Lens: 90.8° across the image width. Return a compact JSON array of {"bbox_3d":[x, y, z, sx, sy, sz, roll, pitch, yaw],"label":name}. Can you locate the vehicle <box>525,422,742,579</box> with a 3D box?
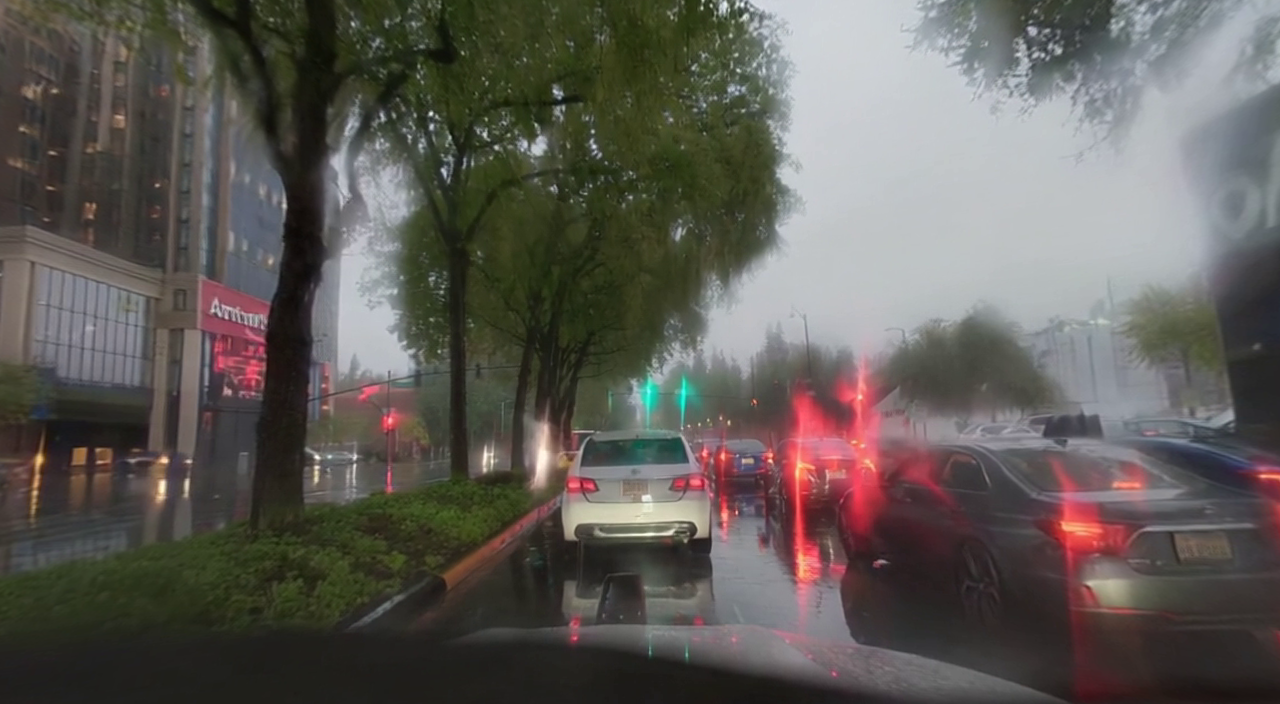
[{"bbox_3d":[-0.099,1.757,8.254,2.118,1.512,4.013,0,-9,-1],"label":"vehicle"}]

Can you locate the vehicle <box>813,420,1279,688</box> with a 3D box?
[{"bbox_3d":[3.223,1.454,5.818,1.912,1.454,4.537,0,-9,-1],"label":"vehicle"}]

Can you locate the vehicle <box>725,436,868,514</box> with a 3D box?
[{"bbox_3d":[3.317,2.714,14.436,1.996,1.469,4.495,0,-9,-2],"label":"vehicle"}]
